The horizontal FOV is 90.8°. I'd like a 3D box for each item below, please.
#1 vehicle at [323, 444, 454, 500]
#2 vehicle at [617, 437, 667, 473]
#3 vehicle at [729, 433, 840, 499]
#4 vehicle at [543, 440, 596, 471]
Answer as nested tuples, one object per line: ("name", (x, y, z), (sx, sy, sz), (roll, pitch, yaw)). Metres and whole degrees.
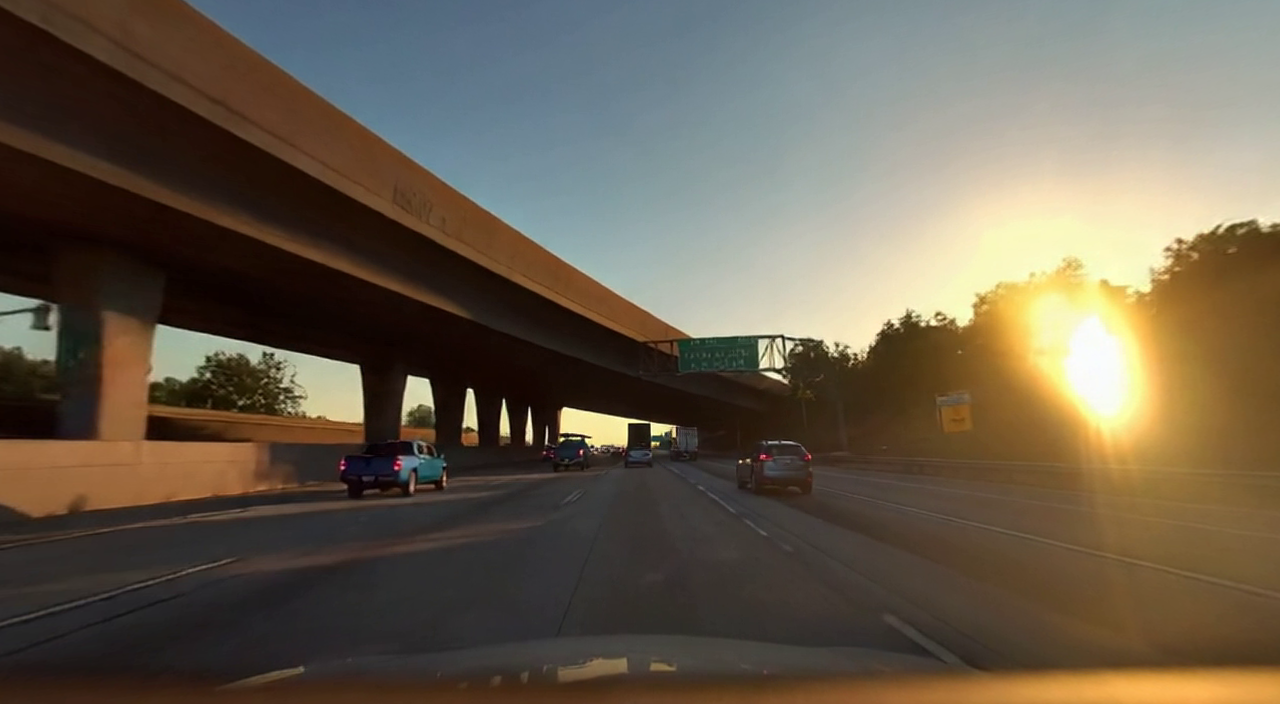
("vehicle", (-7.204, 3.458, 18.682), (1.947, 1.444, 4.595), (0, -9, 0))
("vehicle", (0.089, 5.776, 35.686), (2.572, 1.837, 5.693), (0, -9, 0))
("vehicle", (3.944, 3.184, 18.027), (2.119, 1.653, 4.000), (0, -9, -1))
("vehicle", (-4.084, 6.112, 37.595), (2.535, 1.715, 5.030), (0, -9, 0))
